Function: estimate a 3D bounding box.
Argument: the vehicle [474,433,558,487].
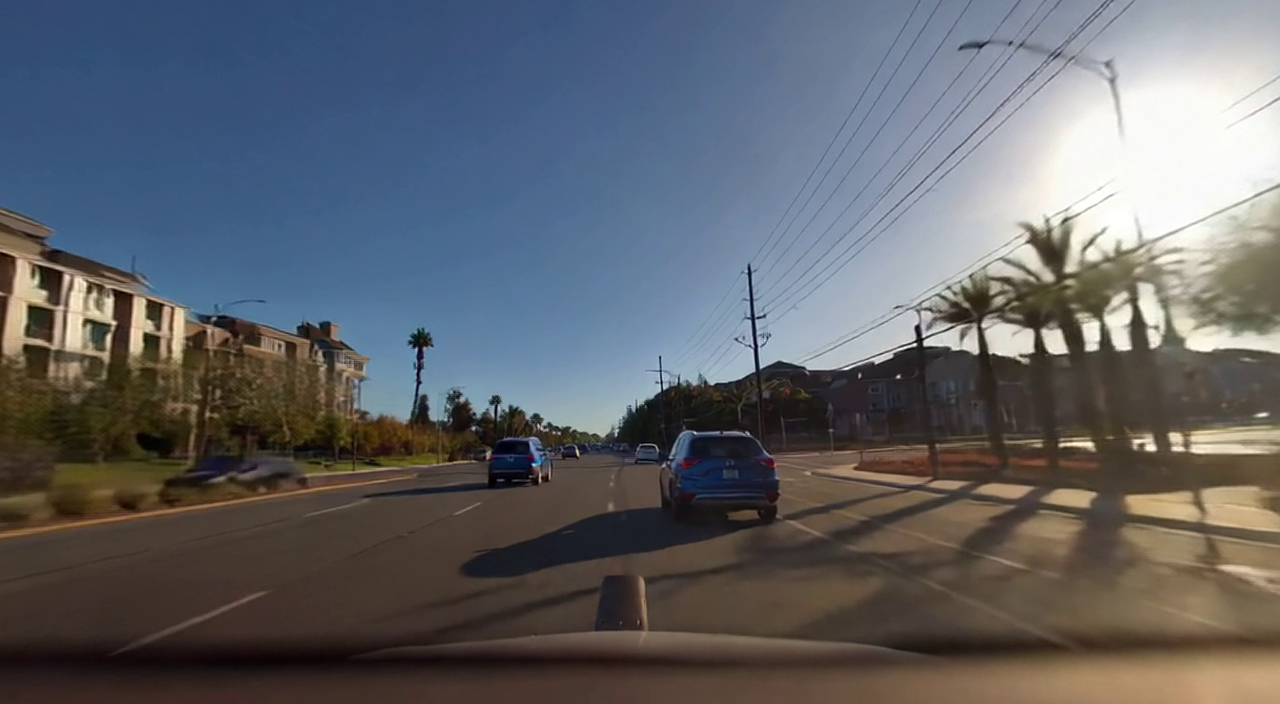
[{"bbox_3d":[-4.497,4.026,23.761,2.169,1.796,4.821,0,-9,0],"label":"vehicle"}]

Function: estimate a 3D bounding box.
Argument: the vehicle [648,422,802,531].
[{"bbox_3d":[1.388,2.306,12.201,2.198,1.706,4.166,0,-9,-3],"label":"vehicle"}]

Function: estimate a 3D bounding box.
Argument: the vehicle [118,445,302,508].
[{"bbox_3d":[-12.377,3.582,18.675,1.996,1.569,5.041,0,-9,-2],"label":"vehicle"}]
